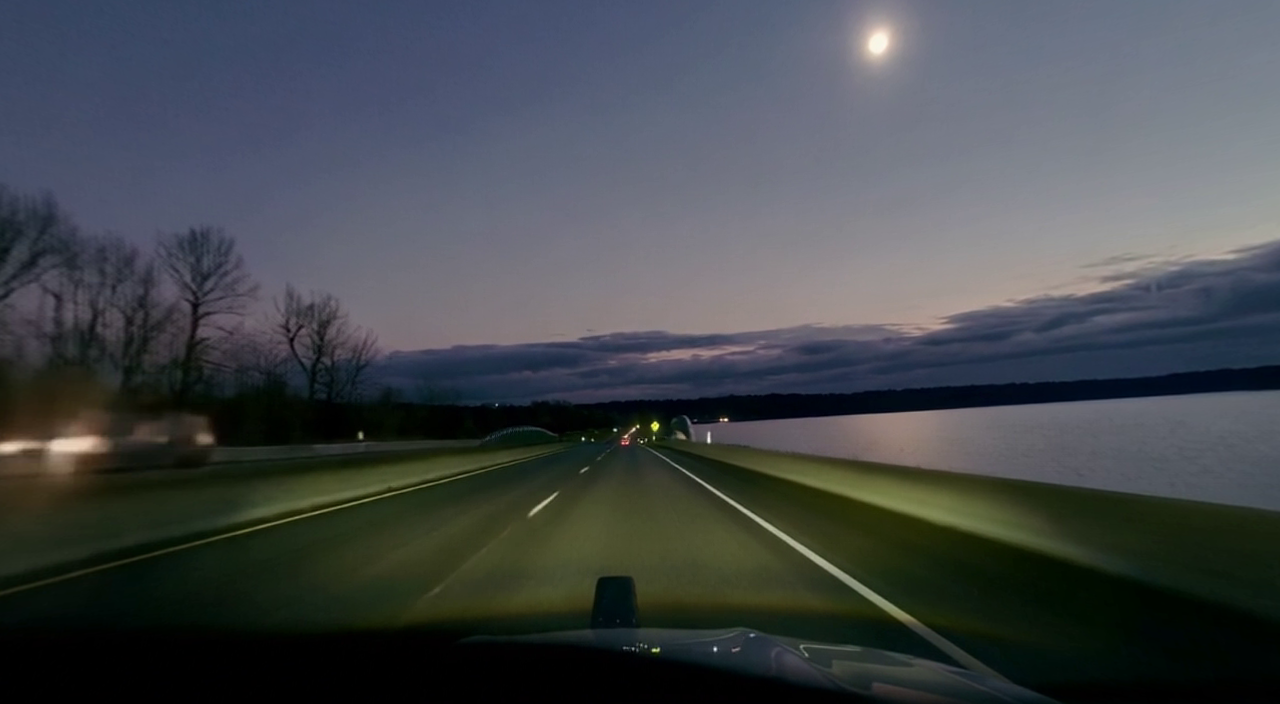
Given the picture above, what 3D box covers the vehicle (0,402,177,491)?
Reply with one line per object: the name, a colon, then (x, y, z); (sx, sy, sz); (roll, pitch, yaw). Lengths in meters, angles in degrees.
vehicle: (-13.788, 2.224, 15.088); (1.990, 1.808, 4.311); (0, -8, 0)
